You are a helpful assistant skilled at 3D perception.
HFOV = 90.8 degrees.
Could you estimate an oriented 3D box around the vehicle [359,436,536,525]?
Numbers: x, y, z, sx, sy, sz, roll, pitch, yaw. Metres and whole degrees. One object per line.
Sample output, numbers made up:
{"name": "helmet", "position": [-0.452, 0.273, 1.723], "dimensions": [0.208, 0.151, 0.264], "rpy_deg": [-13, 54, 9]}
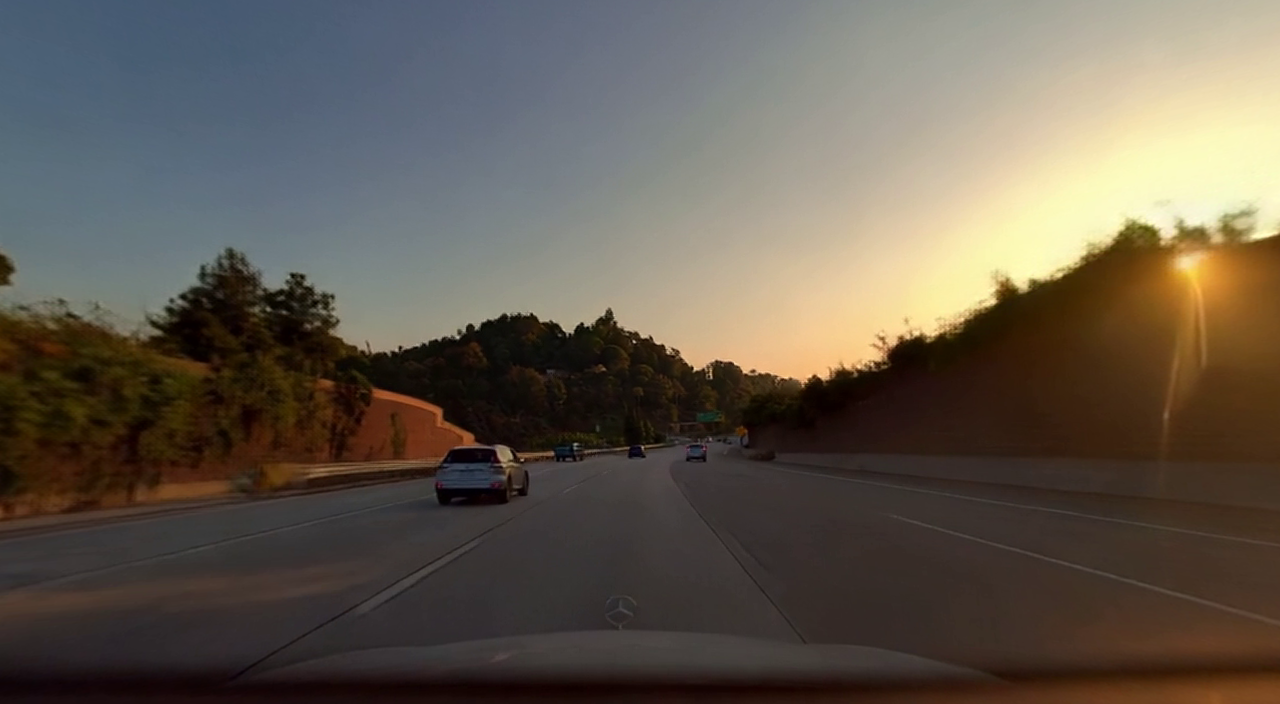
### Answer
{"name": "vehicle", "position": [-3.635, 2.530, 12.994], "dimensions": [2.192, 1.482, 4.454], "rpy_deg": [0, -9, 1]}

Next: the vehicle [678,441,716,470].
{"name": "vehicle", "position": [3.749, 6.889, 42.351], "dimensions": [2.211, 1.814, 4.404], "rpy_deg": [0, -9, 2]}
